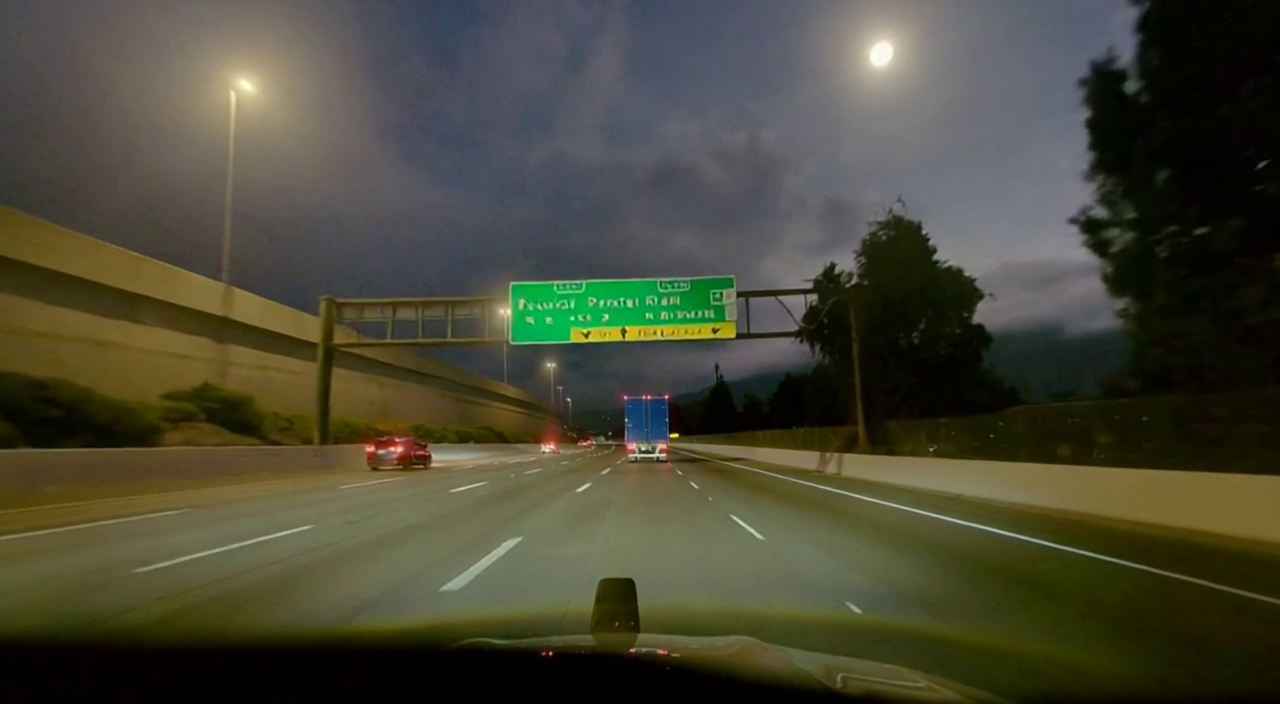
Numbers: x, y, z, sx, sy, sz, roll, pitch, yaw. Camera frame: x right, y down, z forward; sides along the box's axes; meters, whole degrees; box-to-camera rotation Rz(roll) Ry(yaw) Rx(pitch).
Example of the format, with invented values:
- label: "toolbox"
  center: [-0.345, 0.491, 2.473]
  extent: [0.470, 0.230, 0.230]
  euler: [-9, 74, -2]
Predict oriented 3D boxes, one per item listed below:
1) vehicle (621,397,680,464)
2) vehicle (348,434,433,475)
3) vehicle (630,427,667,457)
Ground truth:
- label: "vehicle"
  center: [0.399, 5.195, 40.664]
  extent: [3.233, 3.678, 11.032]
  euler: [0, -9, -2]
- label: "vehicle"
  center: [-10.508, 4.343, 26.936]
  extent: [1.919, 1.625, 4.183]
  euler: [0, -8, 0]
- label: "vehicle"
  center: [0.436, 5.346, 37.452]
  extent: [2.052, 1.666, 4.358]
  euler: [0, -9, 0]
